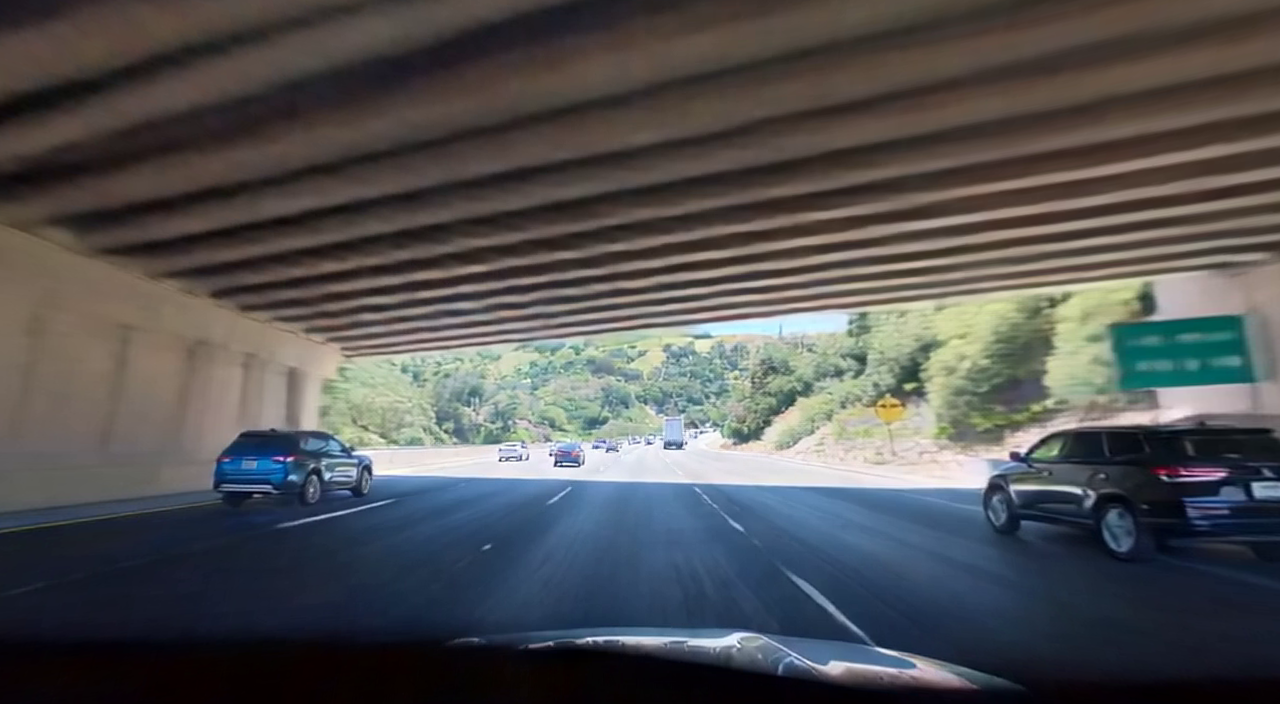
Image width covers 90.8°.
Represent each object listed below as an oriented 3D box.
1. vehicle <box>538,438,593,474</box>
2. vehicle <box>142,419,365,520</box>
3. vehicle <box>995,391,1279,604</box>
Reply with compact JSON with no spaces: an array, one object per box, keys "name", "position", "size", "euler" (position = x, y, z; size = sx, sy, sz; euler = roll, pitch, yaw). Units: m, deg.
[{"name":"vehicle","position":[-3.354,4.750,29.133],"size":[1.925,1.509,4.363],"euler":[0,-9,1]},{"name":"vehicle","position":[-7.468,2.297,12.838],"size":[1.860,1.694,4.173],"euler":[0,-9,0]},{"name":"vehicle","position":[6.204,1.457,6.938],"size":[1.950,1.719,4.545],"euler":[0,-9,0]}]
